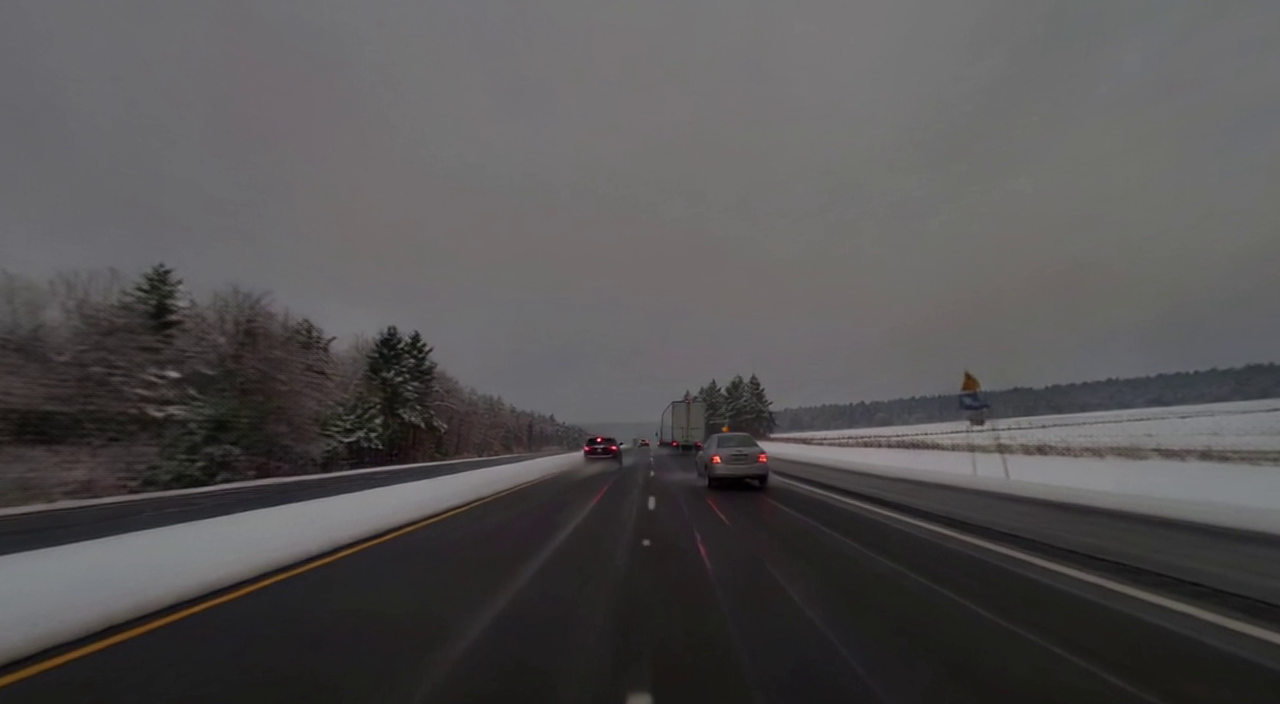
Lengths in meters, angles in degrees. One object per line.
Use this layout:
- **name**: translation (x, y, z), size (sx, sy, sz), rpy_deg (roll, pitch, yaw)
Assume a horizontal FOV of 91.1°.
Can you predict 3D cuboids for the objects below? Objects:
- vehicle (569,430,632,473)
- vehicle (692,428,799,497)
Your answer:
- **vehicle**: translation (-1.537, 4.119, 26.429), size (2.192, 1.623, 4.887), rpy_deg (0, -8, 2)
- **vehicle**: translation (2.548, 2.782, 16.366), size (2.072, 1.534, 4.300), rpy_deg (0, -8, 1)
